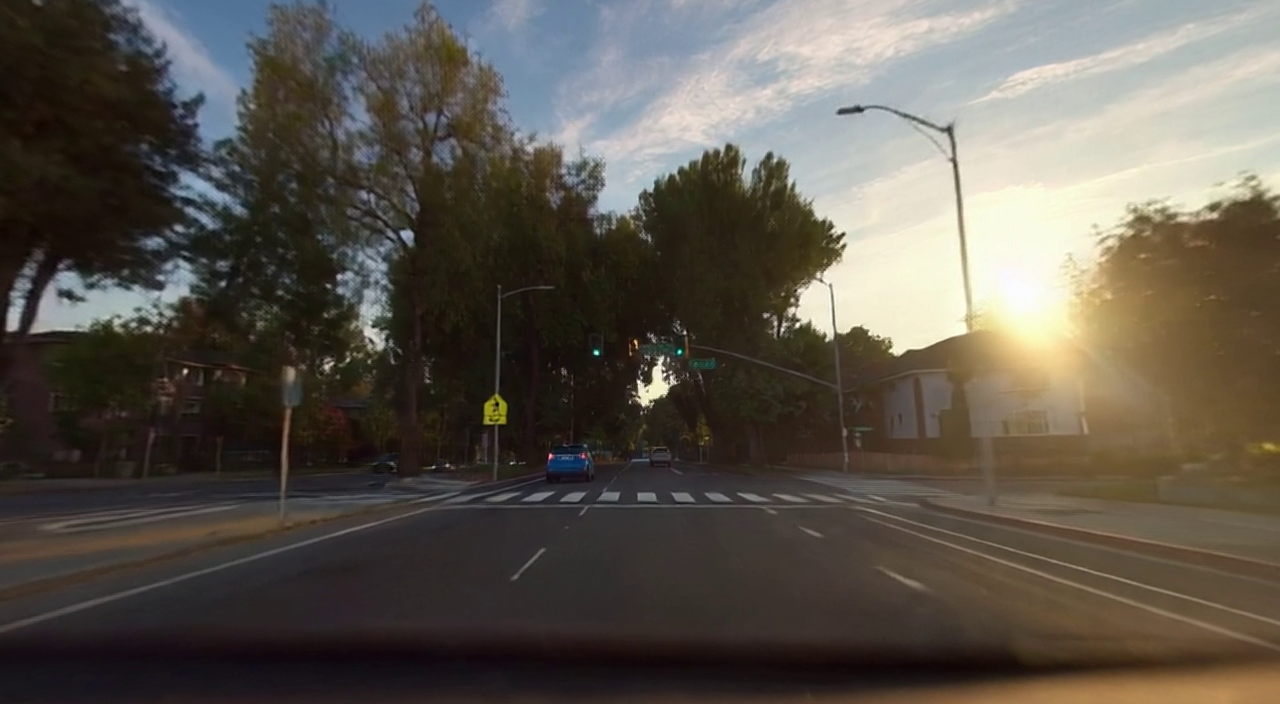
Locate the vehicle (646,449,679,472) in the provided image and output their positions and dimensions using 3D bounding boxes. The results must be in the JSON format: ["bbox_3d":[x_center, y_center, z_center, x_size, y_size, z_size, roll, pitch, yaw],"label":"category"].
[{"bbox_3d":[1.486,7.388,43.006,2.075,1.480,3.920,0,-9,-1],"label":"vehicle"}]

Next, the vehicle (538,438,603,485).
[{"bbox_3d":[-2.838,4.592,26.845,2.150,1.812,4.423,0,-9,1],"label":"vehicle"}]
